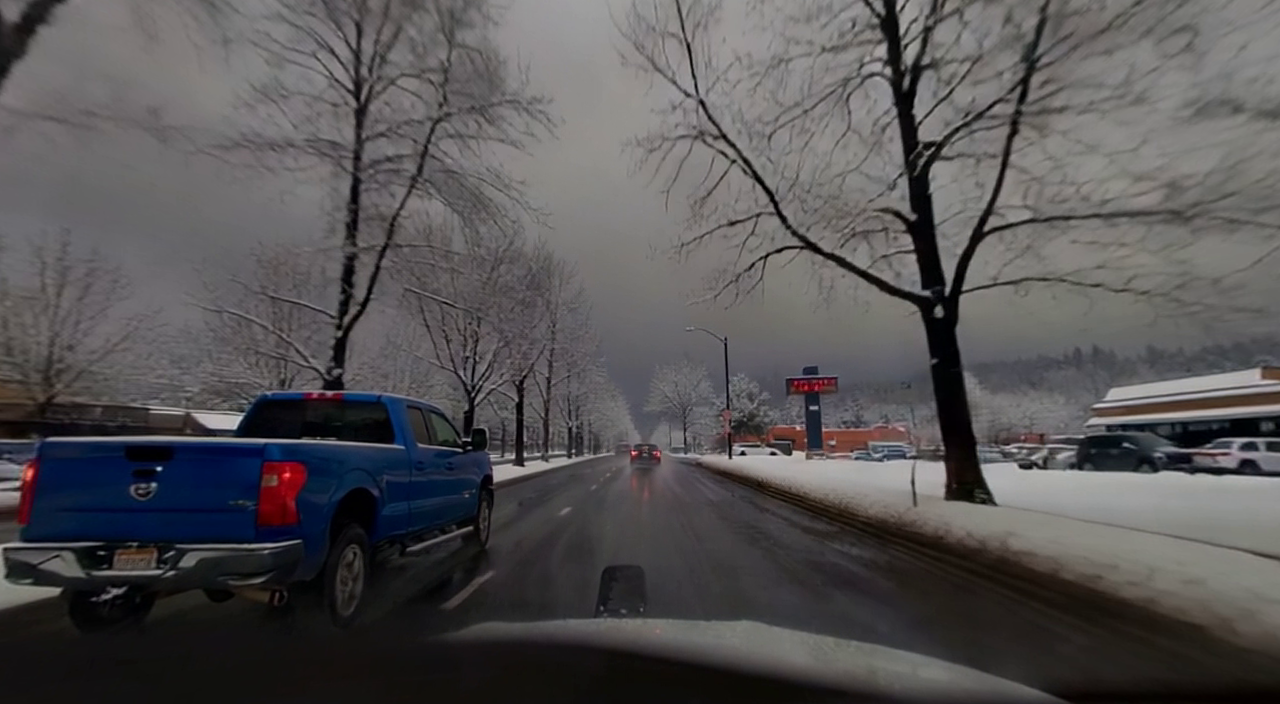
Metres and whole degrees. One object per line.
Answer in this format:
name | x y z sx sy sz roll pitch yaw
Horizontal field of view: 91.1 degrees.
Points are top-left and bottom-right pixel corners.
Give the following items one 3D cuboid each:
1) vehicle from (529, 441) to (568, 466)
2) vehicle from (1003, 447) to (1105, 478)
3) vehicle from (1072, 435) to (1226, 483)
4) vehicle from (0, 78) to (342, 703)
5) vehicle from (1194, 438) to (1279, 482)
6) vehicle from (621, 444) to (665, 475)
vehicle | -6.946 7.757 48.188 2.146 1.788 5.153 0 -8 1
vehicle | 22.308 5.921 34.038 4.437 1.485 2.027 -4 -9 31
vehicle | 20.574 4.330 25.692 4.501 1.780 2.082 -5 -10 29
vehicle | -3.411 0.312 1.384 2.733 2.495 5.037 -1 -8 4
vehicle | 26.088 4.393 25.759 4.478 1.724 2.179 -4 -10 28
vehicle | 0.180 5.727 33.837 2.191 1.530 4.470 0 -8 1
